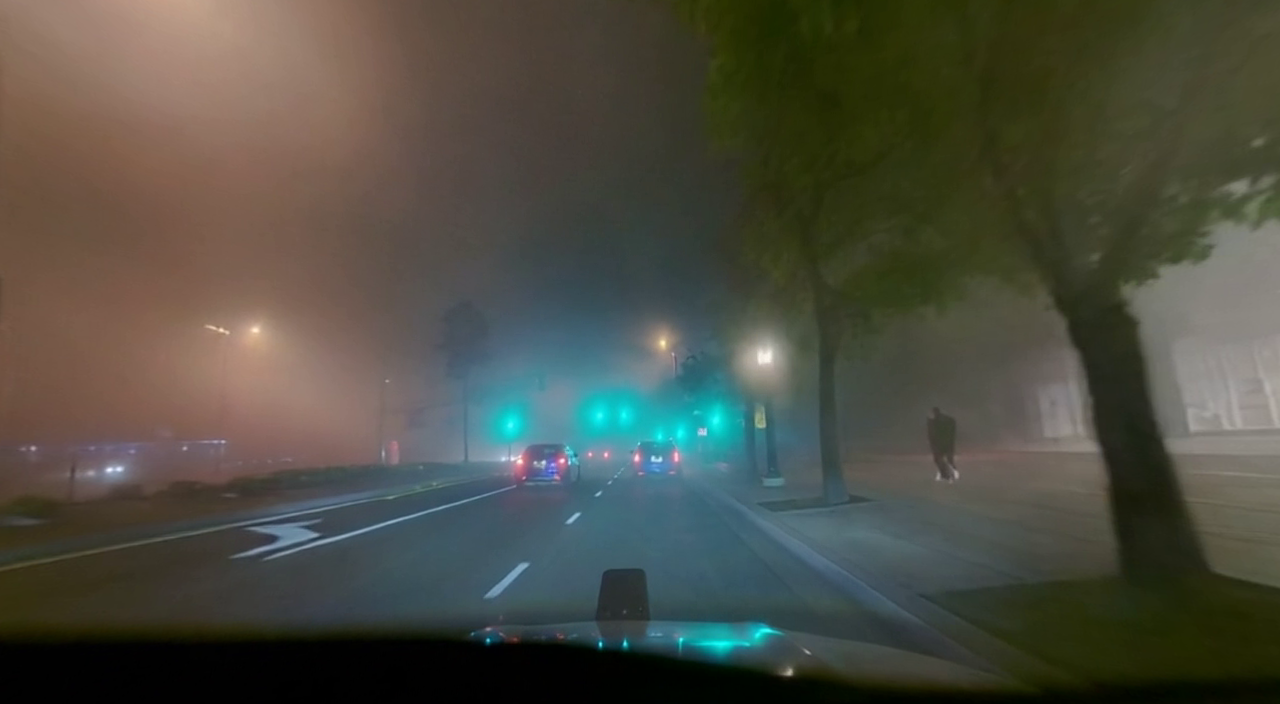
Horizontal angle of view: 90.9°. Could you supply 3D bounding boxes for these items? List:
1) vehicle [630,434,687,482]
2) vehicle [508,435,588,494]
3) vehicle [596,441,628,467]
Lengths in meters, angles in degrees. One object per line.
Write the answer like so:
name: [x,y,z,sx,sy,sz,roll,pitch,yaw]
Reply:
vehicle: [0.697,4.239,25.415,2.120,1.758,3.917,0,-8,1]
vehicle: [-2.906,3.625,20.681,1.940,1.722,3.823,0,-8,2]
vehicle: [-2.107,7.801,48.409,2.220,1.847,4.587,0,-8,0]
